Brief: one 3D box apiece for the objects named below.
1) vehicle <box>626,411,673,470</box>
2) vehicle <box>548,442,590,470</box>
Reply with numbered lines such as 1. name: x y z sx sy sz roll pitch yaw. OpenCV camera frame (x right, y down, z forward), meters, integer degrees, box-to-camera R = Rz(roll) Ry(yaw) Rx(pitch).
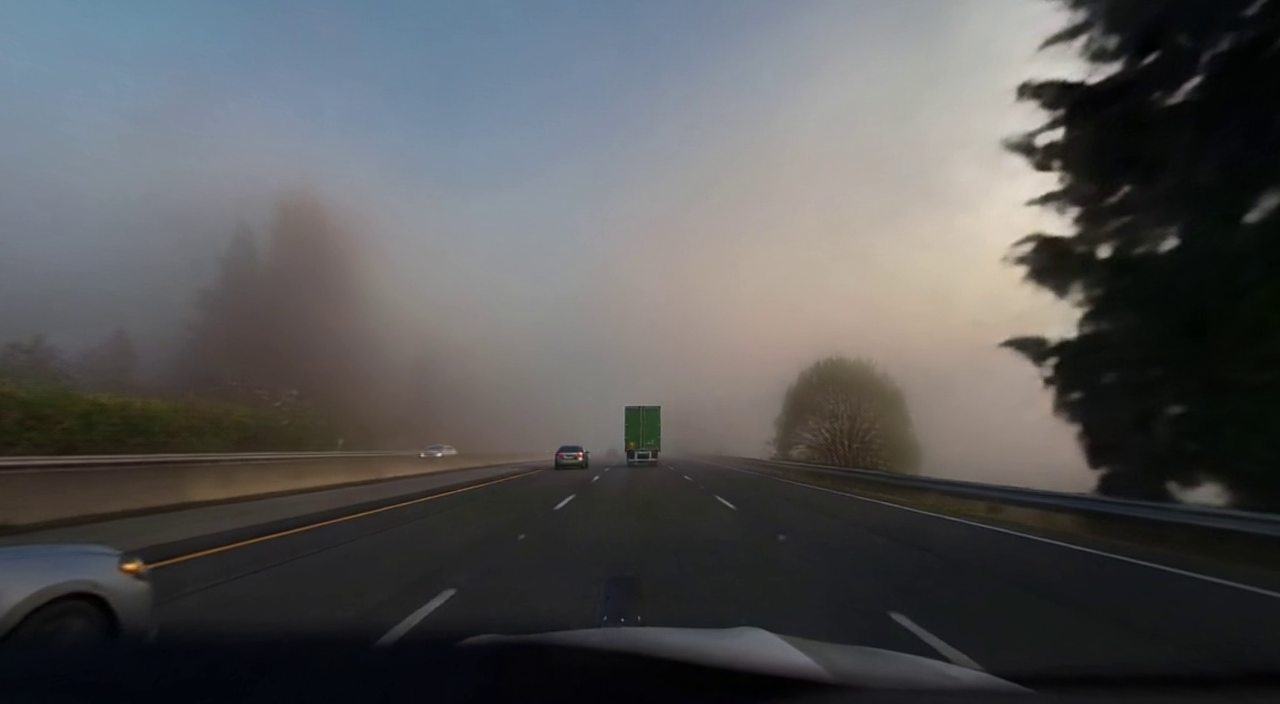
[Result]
1. vehicle: 0.499 6.189 43.597 2.893 3.628 9.081 0 -9 -1
2. vehicle: -4.333 6.439 39.119 2.079 1.656 3.965 0 -9 0
